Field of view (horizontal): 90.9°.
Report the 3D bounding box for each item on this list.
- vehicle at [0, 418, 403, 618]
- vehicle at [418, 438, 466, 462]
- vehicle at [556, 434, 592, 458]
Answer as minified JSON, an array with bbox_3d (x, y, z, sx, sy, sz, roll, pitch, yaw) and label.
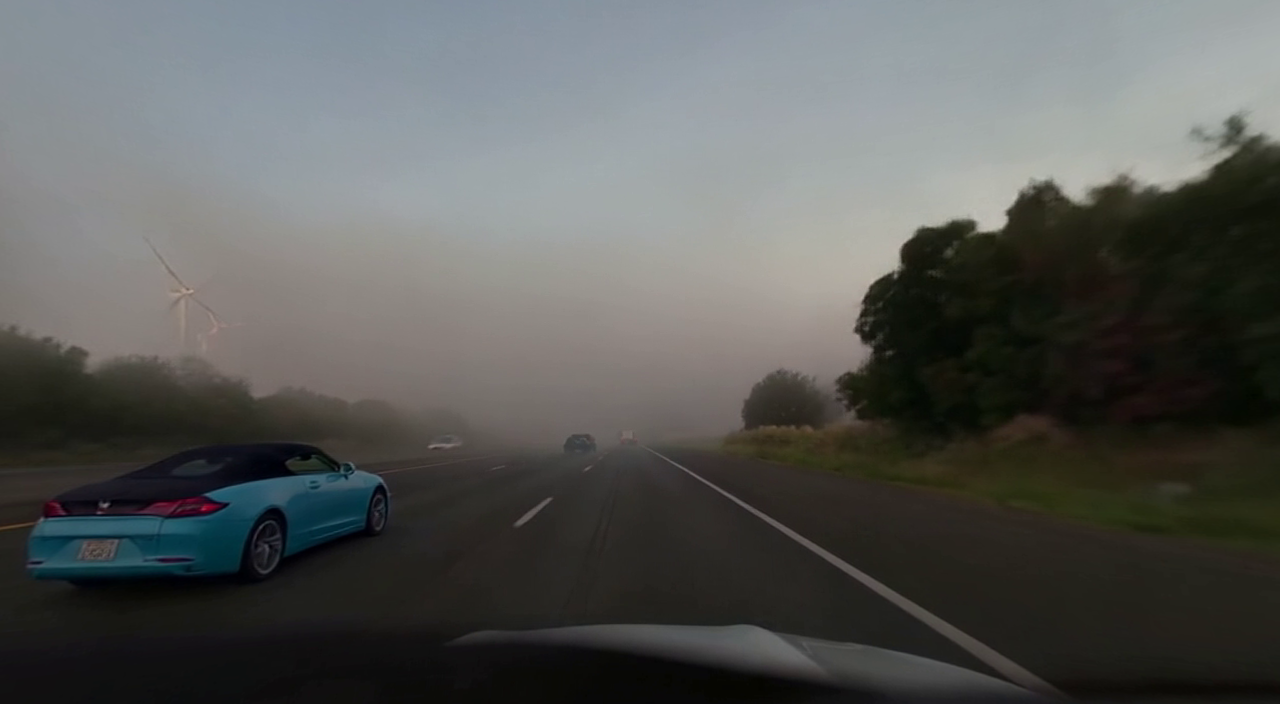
[{"bbox_3d":[-4.266,1.475,6.664,1.969,1.413,4.194,0,-8,-1],"label":"vehicle"},{"bbox_3d":[-12.848,6.354,41.188,1.832,1.478,4.282,0,-8,-1],"label":"vehicle"},{"bbox_3d":[-4.209,6.040,40.734,2.024,1.456,3.754,0,-8,-1],"label":"vehicle"}]
